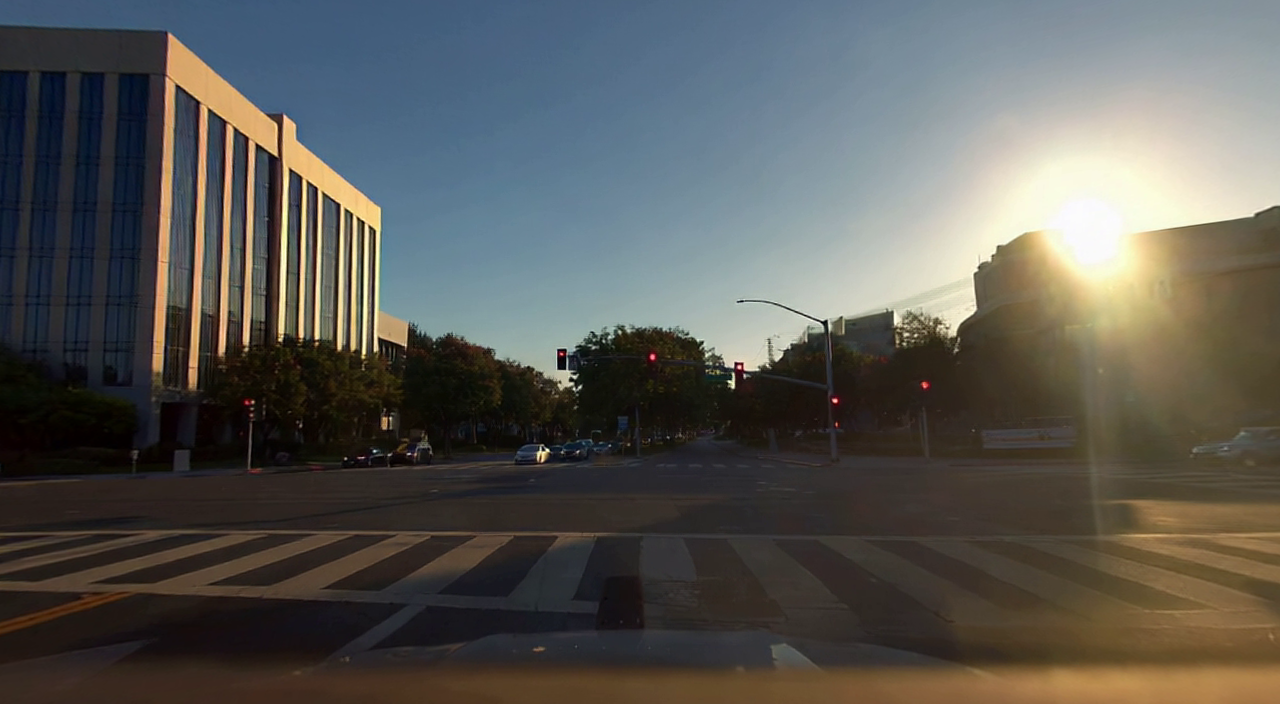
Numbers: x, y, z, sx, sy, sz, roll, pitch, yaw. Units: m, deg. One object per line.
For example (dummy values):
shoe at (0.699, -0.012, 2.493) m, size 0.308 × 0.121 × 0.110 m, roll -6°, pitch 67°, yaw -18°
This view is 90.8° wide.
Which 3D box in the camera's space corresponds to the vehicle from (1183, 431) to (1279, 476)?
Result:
vehicle at (22.328, 3.567, 22.354) m, size 4.474 × 1.477 × 1.908 m, roll 0°, pitch -9°, yaw -3°

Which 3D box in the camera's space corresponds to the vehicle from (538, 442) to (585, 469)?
vehicle at (-4.558, 6.072, 37.236) m, size 2.109 × 1.461 × 4.637 m, roll 0°, pitch -9°, yaw 1°

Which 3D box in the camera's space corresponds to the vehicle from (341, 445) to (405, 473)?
vehicle at (-18.532, 7.413, 44.083) m, size 2.237 × 1.842 × 5.116 m, roll 0°, pitch -9°, yaw 0°

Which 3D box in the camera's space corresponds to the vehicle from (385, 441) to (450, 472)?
vehicle at (-15.123, 7.124, 43.262) m, size 2.340 × 1.946 × 5.450 m, roll -1°, pitch -9°, yaw 1°

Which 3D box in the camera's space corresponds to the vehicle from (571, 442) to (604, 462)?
vehicle at (-4.040, 7.832, 49.458) m, size 2.115 × 1.445 × 4.864 m, roll 0°, pitch -9°, yaw 1°

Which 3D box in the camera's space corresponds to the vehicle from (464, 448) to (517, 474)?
vehicle at (-7.940, 5.802, 33.952) m, size 1.910 × 1.288 × 4.093 m, roll 0°, pitch -9°, yaw -1°
